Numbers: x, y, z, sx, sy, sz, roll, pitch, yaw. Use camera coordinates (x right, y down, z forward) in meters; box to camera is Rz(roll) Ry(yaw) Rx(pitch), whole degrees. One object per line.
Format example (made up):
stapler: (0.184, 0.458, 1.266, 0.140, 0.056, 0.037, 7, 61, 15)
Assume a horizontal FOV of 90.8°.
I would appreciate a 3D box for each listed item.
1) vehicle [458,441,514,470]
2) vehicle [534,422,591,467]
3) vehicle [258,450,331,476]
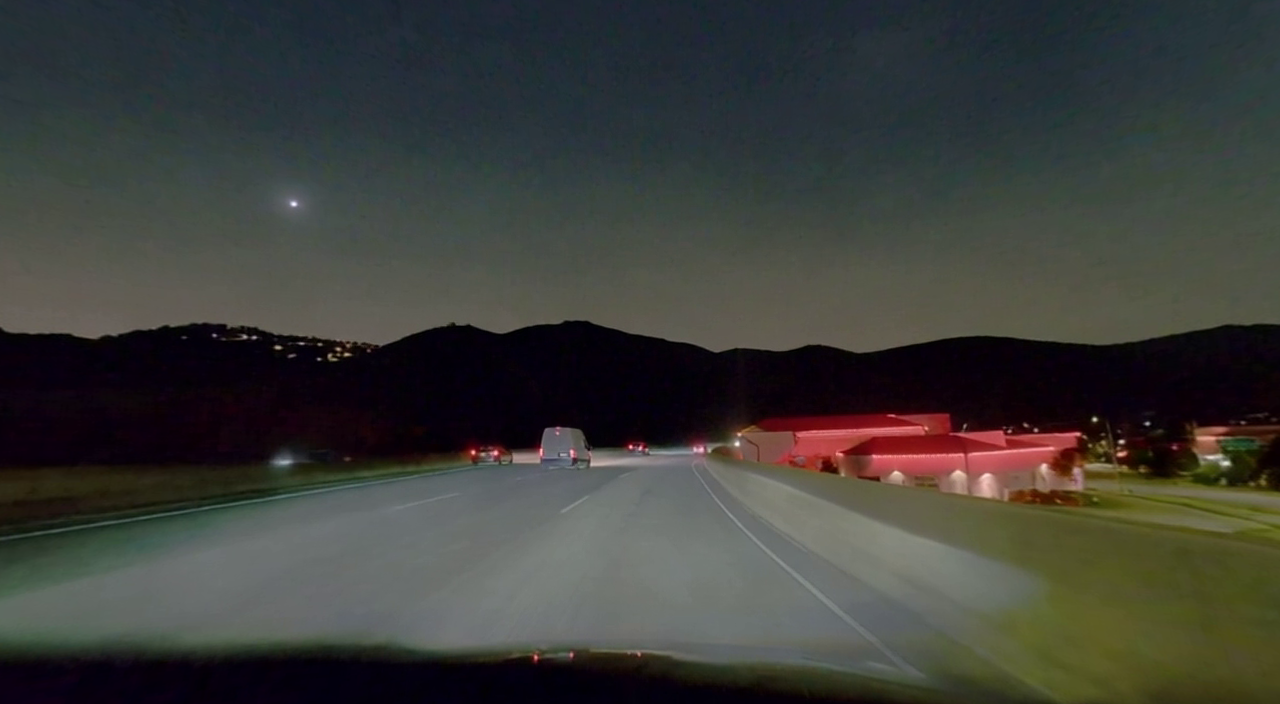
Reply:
vehicle: (-8.771, 5.944, 36.464, 1.821, 1.524, 4.342, -1, -9, 5)
vehicle: (-4.964, 6.095, 41.559, 2.314, 2.703, 6.441, -1, -9, 6)
vehicle: (-21.298, 6.828, 39.146, 1.866, 1.487, 4.409, -1, -9, 3)
